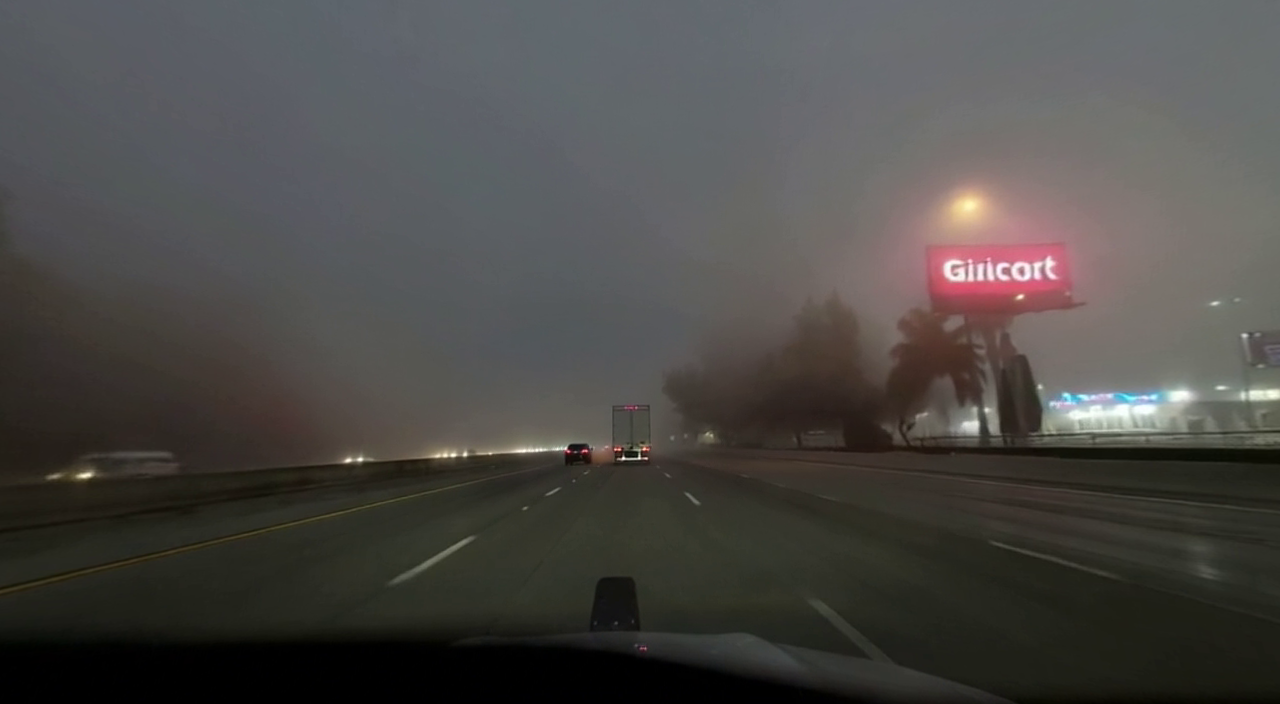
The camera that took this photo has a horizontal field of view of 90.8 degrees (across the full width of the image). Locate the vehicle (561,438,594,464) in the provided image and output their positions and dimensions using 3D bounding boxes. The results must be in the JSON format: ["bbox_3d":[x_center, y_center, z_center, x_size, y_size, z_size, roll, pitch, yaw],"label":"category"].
[{"bbox_3d":[-4.786,7.697,49.162,2.095,1.930,4.680,0,-8,0],"label":"vehicle"}]

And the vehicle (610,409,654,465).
[{"bbox_3d":[-0.485,6.602,48.604,3.000,3.786,11.740,0,-8,0],"label":"vehicle"}]
